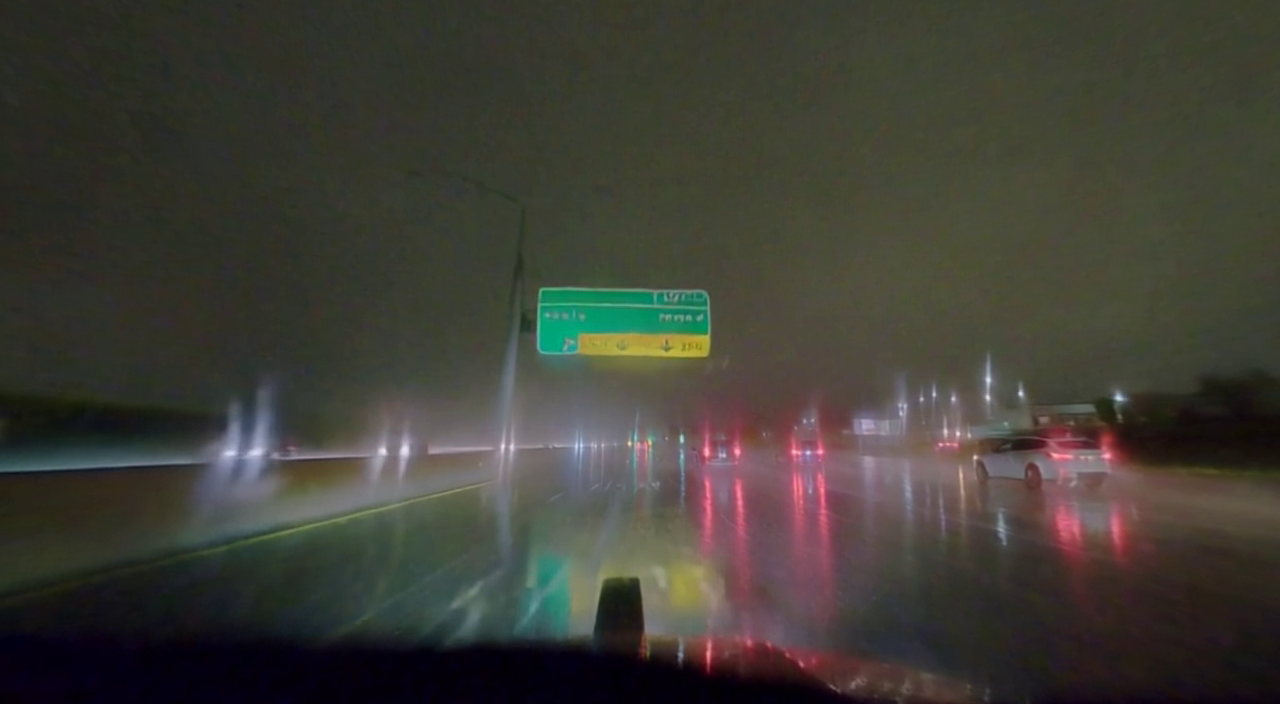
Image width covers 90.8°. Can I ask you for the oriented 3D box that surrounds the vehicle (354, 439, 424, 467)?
[{"bbox_3d":[-13.768,5.534,34.978,1.941,1.374,4.467,0,-8,1],"label":"vehicle"}]

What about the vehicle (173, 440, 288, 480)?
[{"bbox_3d":[-18.251,4.829,28.500,2.008,1.618,4.776,0,-8,0],"label":"vehicle"}]

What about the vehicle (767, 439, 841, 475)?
[{"bbox_3d":[6.994,4.533,27.457,1.952,1.442,4.259,0,-8,-2],"label":"vehicle"}]

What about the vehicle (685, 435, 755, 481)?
[{"bbox_3d":[3.007,4.081,24.673,1.977,1.601,4.598,0,-8,-2],"label":"vehicle"}]

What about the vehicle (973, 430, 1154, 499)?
[{"bbox_3d":[10.855,2.896,16.628,1.844,1.560,4.085,0,-8,-1],"label":"vehicle"}]
